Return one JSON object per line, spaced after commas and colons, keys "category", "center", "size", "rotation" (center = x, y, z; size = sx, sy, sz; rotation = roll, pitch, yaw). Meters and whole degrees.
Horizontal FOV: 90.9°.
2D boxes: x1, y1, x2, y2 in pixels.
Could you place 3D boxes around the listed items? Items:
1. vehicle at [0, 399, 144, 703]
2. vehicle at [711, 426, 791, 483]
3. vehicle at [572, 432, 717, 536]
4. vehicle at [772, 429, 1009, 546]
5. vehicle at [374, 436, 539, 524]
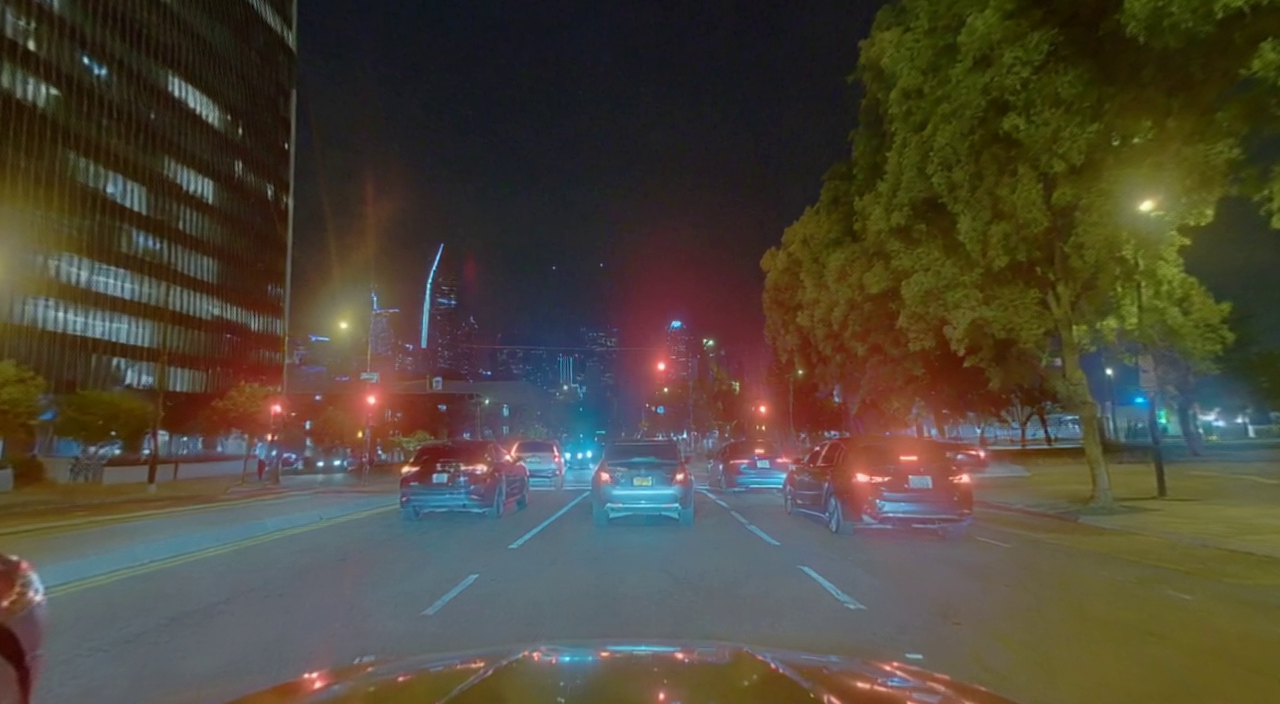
{"category": "vehicle", "center": [-3.361, 0.686, 0.676], "size": [2.038, 1.481, 4.379], "rotation": [0, -8, 1]}
{"category": "vehicle", "center": [4.199, 3.994, 24.800], "size": [2.142, 1.957, 5.443], "rotation": [0, -8, 0]}
{"category": "vehicle", "center": [0.010, 2.215, 11.202], "size": [2.101, 1.480, 3.929], "rotation": [0, -8, -2]}
{"category": "vehicle", "center": [3.739, 2.094, 10.483], "size": [1.990, 1.486, 4.431], "rotation": [0, -8, -2]}
{"category": "vehicle", "center": [-3.429, 2.461, 12.713], "size": [2.002, 1.465, 4.098], "rotation": [0, -8, 1]}
